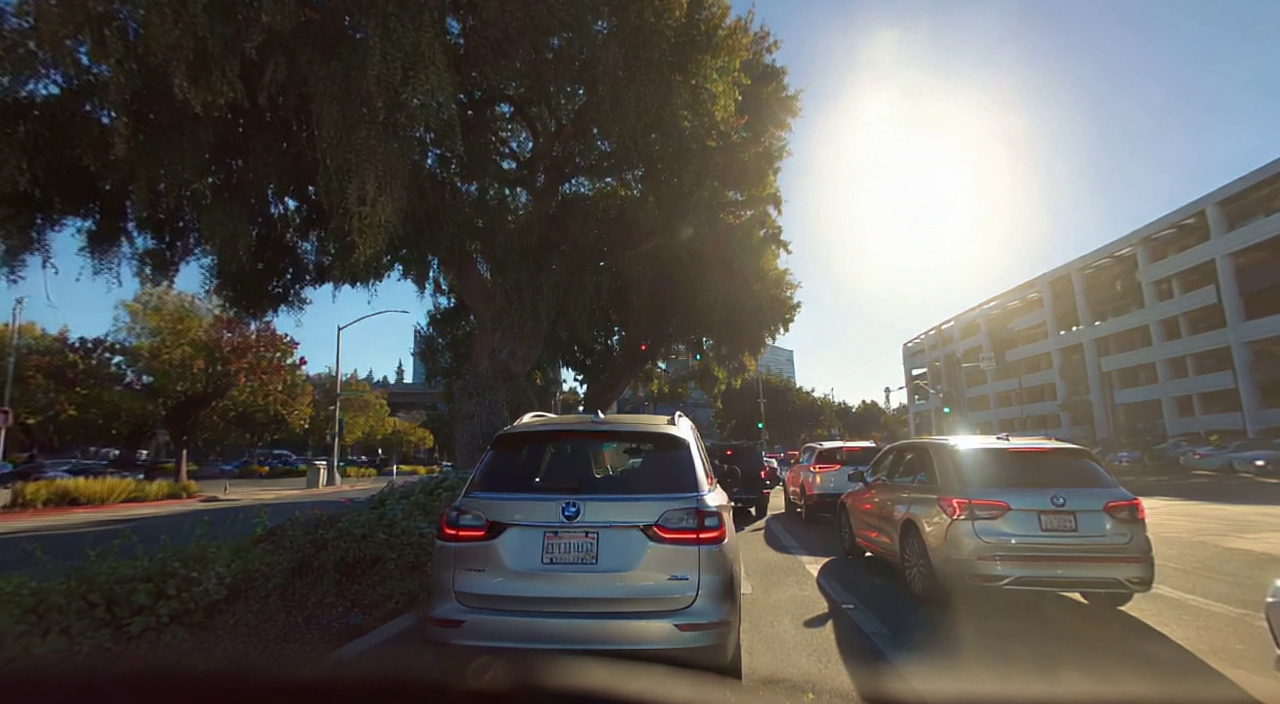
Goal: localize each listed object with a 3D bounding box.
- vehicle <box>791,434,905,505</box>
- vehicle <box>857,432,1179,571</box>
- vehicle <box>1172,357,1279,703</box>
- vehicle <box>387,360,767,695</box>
[{"bbox_3d":[5.327,3.038,16.736,1.994,1.638,4.100,-1,-9,6],"label":"vehicle"},{"bbox_3d":[4.900,1.967,9.183,1.963,1.480,4.553,0,-8,2],"label":"vehicle"},{"bbox_3d":[4.066,0.602,1.107,1.993,1.719,4.953,0,-8,1],"label":"vehicle"},{"bbox_3d":[-0.210,1.235,5.565,2.021,1.742,4.295,-1,-8,4],"label":"vehicle"}]
